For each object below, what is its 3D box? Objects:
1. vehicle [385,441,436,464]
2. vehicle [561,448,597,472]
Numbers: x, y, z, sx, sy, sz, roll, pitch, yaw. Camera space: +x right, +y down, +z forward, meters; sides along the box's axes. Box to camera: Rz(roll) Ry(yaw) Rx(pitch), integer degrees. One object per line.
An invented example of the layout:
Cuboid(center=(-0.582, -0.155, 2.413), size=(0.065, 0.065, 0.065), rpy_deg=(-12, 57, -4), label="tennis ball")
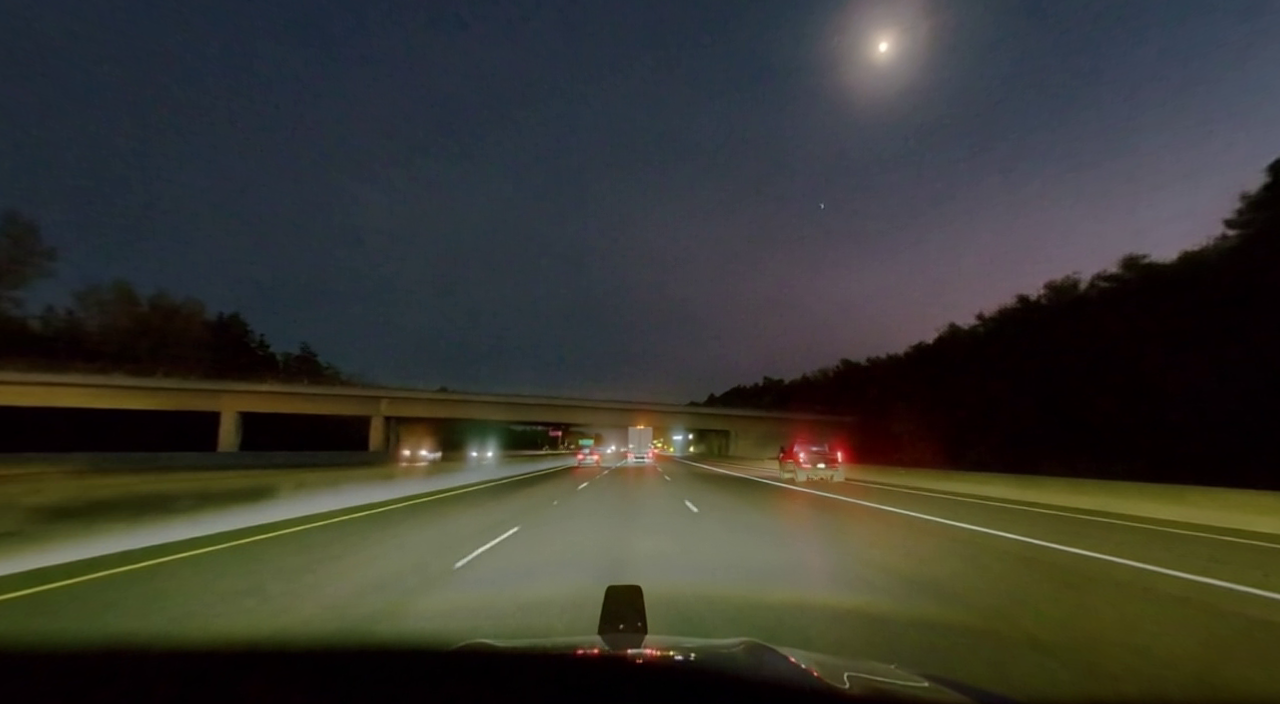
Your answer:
Cuboid(center=(-16.109, 7.054, 44.426), size=(1.936, 1.518, 4.340), rpy_deg=(0, -9, 0), label="vehicle")
Cuboid(center=(-4.186, 7.423, 43.567), size=(2.042, 1.526, 4.516), rpy_deg=(0, -9, 0), label="vehicle")
